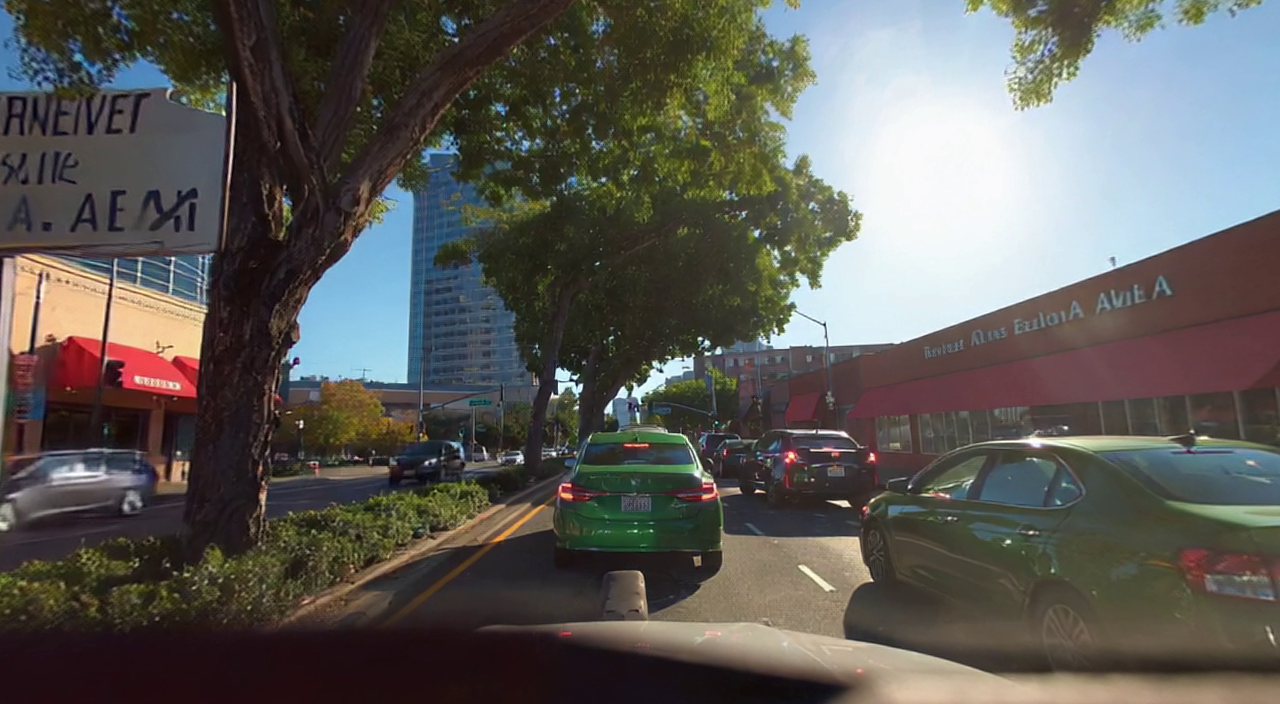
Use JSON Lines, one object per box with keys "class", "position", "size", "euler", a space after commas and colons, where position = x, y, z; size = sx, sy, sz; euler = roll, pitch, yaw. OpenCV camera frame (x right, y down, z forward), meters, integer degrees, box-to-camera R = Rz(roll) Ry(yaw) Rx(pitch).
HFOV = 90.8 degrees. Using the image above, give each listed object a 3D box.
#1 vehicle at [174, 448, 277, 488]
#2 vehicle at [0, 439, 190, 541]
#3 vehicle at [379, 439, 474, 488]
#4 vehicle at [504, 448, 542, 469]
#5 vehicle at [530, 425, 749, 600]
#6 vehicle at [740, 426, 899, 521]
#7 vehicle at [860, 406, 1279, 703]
{"class": "vehicle", "position": [-19.760, 5.485, 30.104], "size": [4.329, 1.773, 2.072], "euler": [-5, -10, 27]}
{"class": "vehicle", "position": [-11.943, 2.698, 12.998], "size": [2.004, 1.732, 4.530], "euler": [0, -9, 0]}
{"class": "vehicle", "position": [-8.066, 4.239, 24.358], "size": [2.079, 1.695, 4.374], "euler": [0, -9, 1]}
{"class": "vehicle", "position": [-8.384, 7.622, 45.564], "size": [1.850, 1.417, 4.321], "euler": [0, -9, 1]}
{"class": "vehicle", "position": [-0.019, 1.658, 7.301], "size": [1.887, 1.487, 3.535], "euler": [0, -9, 0]}
{"class": "vehicle", "position": [3.540, 2.481, 13.421], "size": [2.025, 1.660, 4.263], "euler": [0, -9, -1]}
{"class": "vehicle", "position": [3.312, 1.256, 4.482], "size": [1.988, 1.480, 4.195], "euler": [0, -9, 0]}
